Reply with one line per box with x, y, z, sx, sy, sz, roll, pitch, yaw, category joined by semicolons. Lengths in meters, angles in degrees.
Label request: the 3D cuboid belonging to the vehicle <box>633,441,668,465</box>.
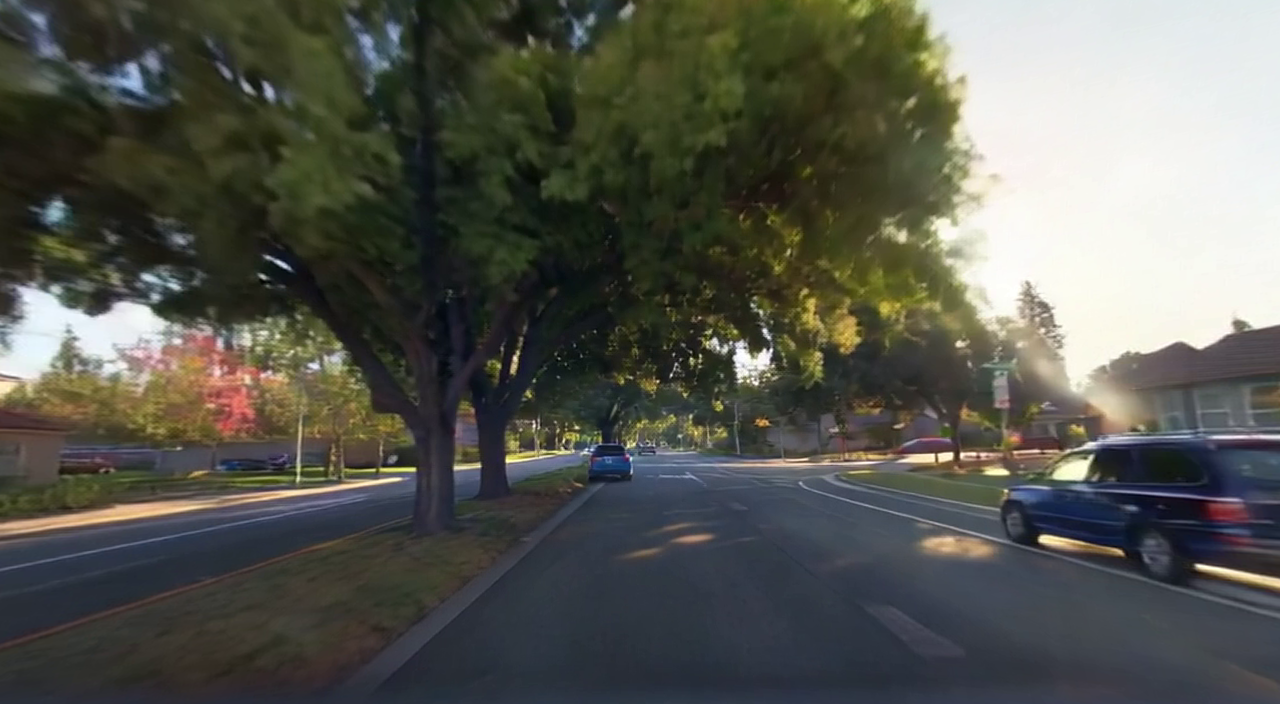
0.667;6.709;42.168;2.226;1.505;4.128;0;-8;0;vehicle

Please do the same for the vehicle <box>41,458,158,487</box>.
-30.589;6.824;35.892;1.874;1.393;4.724;-2;-9;14;vehicle

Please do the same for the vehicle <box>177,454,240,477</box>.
-33.107;8.683;48.450;1.774;1.484;3.684;-5;-8;14;vehicle

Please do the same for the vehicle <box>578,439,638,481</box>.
-1.258;4.239;25.138;2.158;1.469;4.909;0;-8;-3;vehicle

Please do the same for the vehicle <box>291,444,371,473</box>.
-22.375;7.729;45.995;2.173;1.849;5.752;-5;-9;11;vehicle

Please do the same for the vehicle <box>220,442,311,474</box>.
-27.790;7.867;47.099;2.161;2.233;5.937;-3;-9;14;vehicle
